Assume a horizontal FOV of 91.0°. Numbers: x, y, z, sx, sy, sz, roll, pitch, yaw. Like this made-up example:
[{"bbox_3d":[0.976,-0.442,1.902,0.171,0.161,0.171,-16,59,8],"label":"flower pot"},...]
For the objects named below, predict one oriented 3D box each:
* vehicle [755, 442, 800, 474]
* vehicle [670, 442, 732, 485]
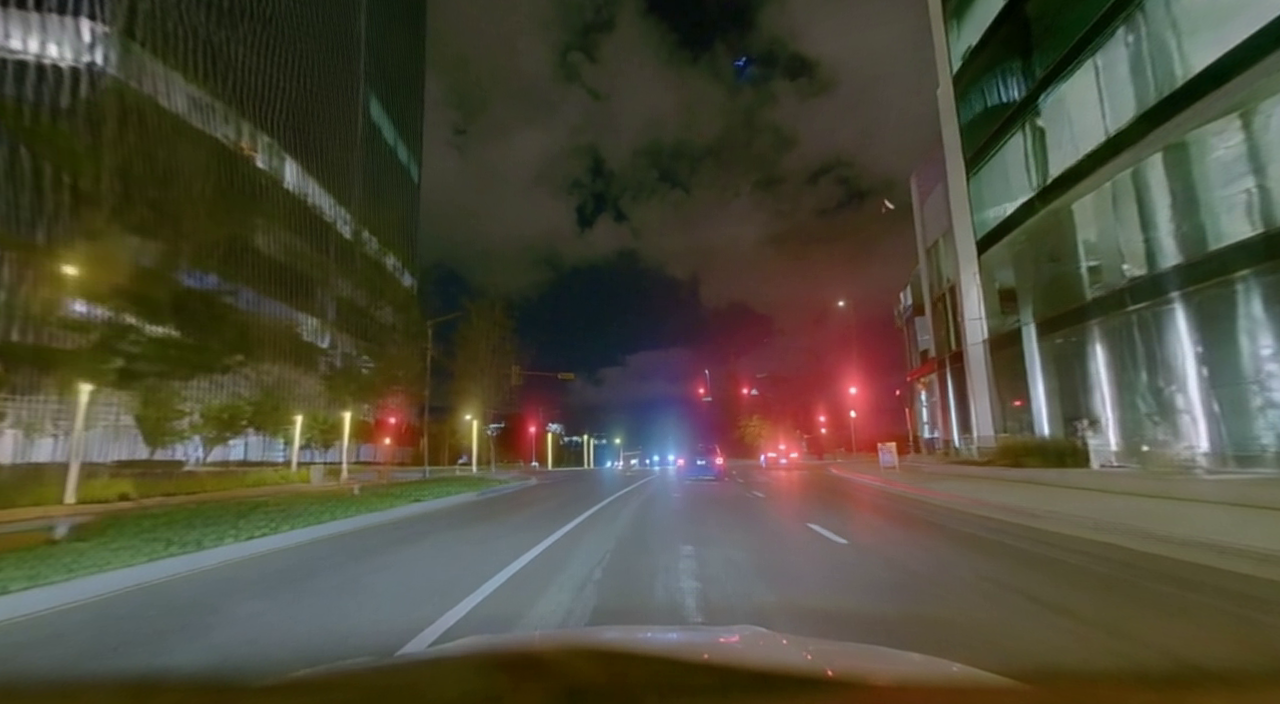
[{"bbox_3d":[6.934,5.386,32.073,1.916,1.492,3.911,-1,-9,8],"label":"vehicle"},{"bbox_3d":[2.331,4.197,23.979,2.127,1.497,4.020,-1,-9,6],"label":"vehicle"}]
